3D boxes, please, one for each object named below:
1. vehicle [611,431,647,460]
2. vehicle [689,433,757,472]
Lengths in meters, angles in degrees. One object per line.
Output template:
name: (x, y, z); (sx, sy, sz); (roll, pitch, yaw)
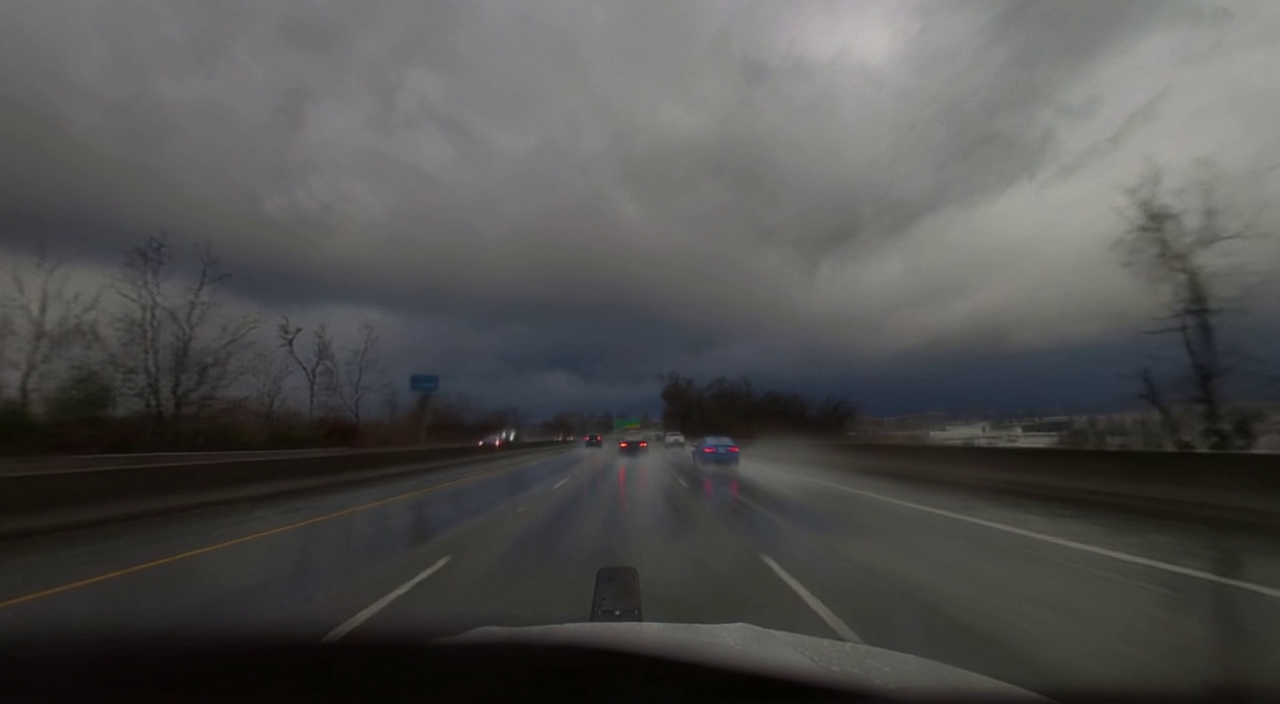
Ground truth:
vehicle: (-0.688, 5.924, 39.977); (2.182, 1.680, 4.253); (0, -8, -1)
vehicle: (3.371, 4.158, 26.351); (2.056, 1.479, 4.660); (0, -8, -2)
